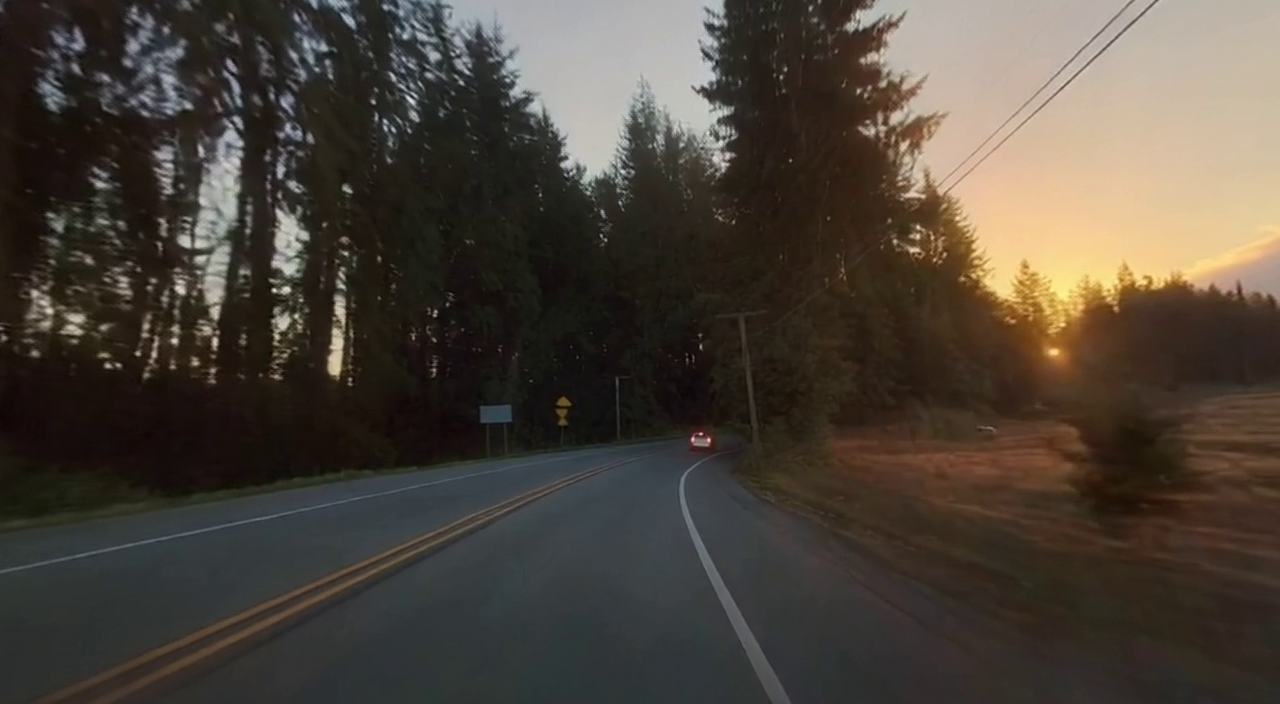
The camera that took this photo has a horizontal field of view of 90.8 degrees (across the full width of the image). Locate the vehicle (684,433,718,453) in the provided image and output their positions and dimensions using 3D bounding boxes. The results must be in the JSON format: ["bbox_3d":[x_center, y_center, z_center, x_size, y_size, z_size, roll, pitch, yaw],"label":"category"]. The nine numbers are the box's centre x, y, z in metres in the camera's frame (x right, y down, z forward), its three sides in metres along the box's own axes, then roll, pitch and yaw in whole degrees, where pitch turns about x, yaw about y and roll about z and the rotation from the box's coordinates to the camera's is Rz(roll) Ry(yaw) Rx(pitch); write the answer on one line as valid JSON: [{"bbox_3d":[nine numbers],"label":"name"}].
[{"bbox_3d":[4.837,7.143,49.654,2.042,1.489,4.078,-2,-9,14],"label":"vehicle"}]
